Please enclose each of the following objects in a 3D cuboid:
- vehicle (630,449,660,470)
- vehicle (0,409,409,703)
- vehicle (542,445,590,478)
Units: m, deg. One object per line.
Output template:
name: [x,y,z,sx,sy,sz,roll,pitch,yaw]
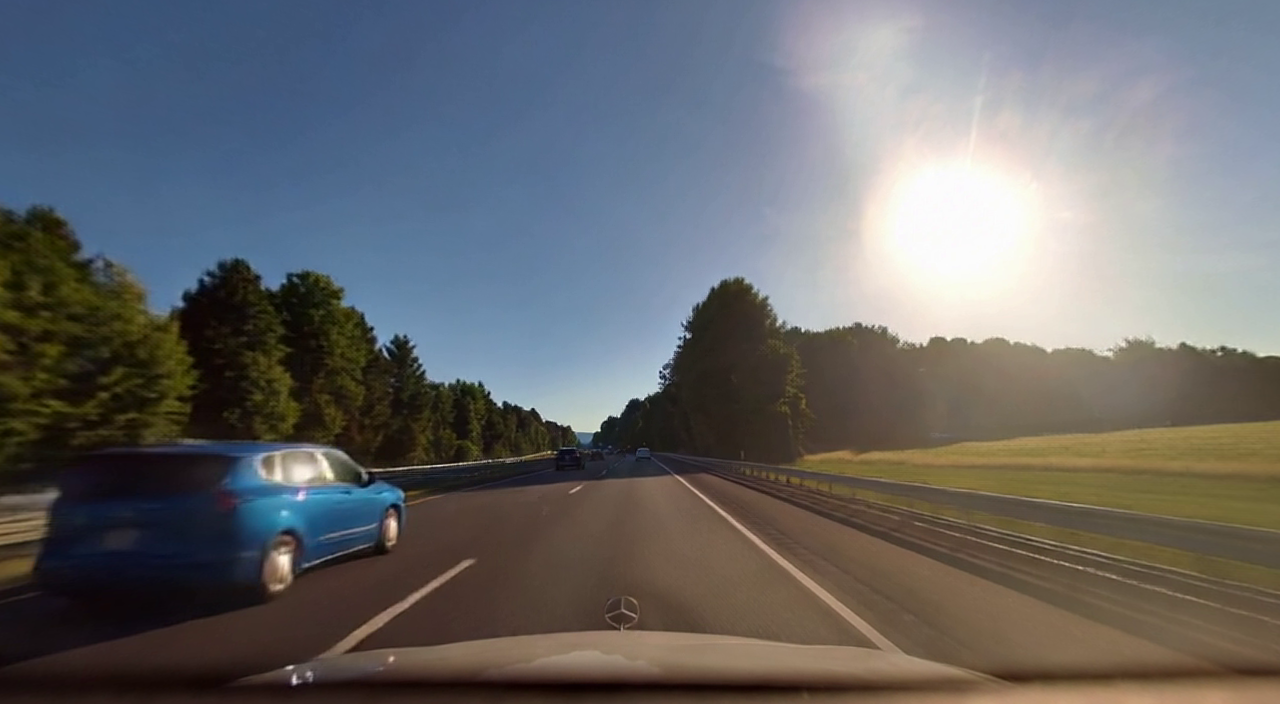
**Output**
vehicle: [0.353,7.911,46.469,2.046,1.452,4.407,0,-9,0]
vehicle: [-3.740,1.360,5.187,2.034,1.520,4.236,0,-9,1]
vehicle: [-3.986,5.984,34.811,2.100,1.667,4.223,0,-9,1]
